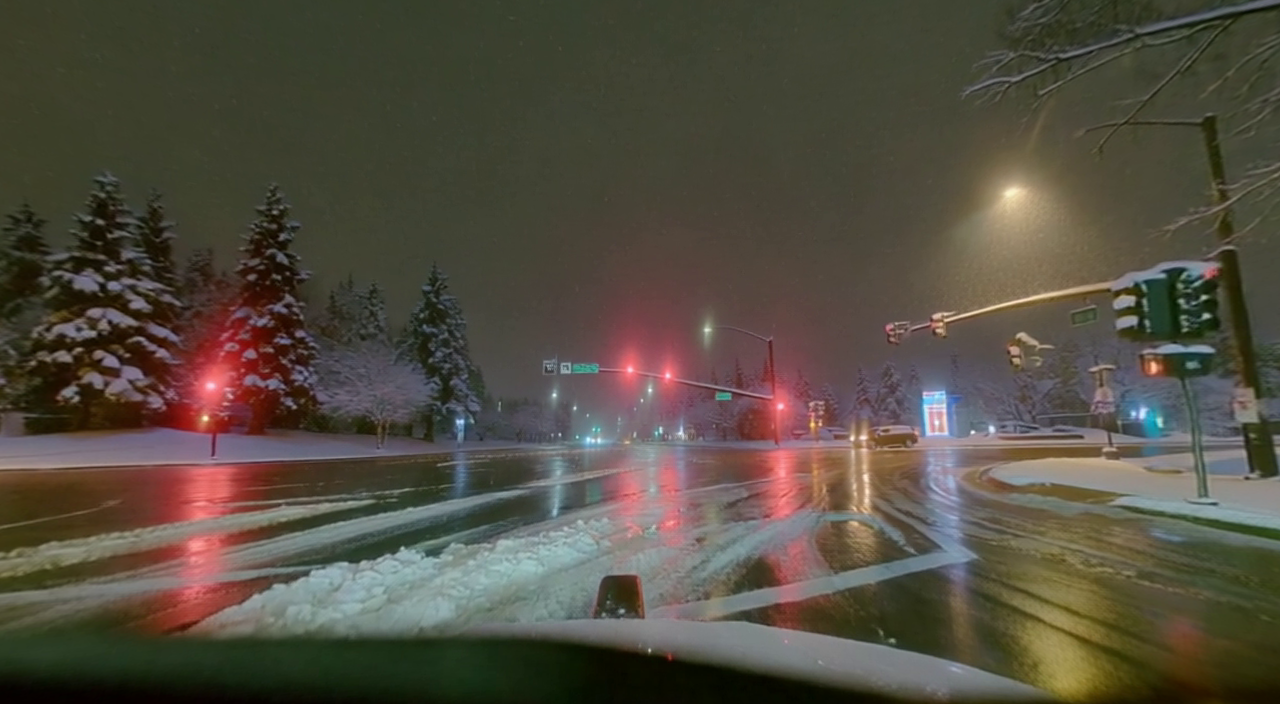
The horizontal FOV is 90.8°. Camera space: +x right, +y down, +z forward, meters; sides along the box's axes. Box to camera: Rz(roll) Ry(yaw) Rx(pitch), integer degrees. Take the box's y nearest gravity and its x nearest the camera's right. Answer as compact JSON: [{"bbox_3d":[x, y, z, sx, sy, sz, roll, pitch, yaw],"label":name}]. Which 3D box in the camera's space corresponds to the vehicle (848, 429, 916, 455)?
[{"bbox_3d":[17.654,6.551,46.059,4.600,1.783,1.970,4,-9,-26],"label":"vehicle"}]
